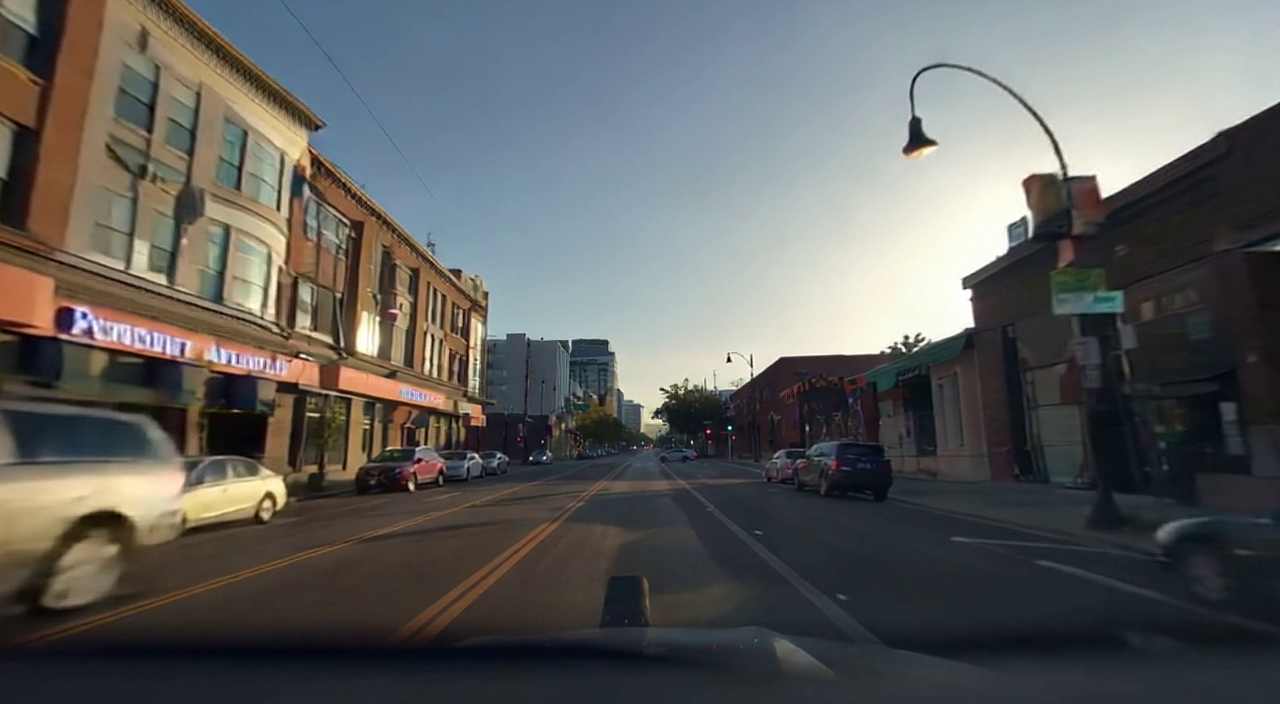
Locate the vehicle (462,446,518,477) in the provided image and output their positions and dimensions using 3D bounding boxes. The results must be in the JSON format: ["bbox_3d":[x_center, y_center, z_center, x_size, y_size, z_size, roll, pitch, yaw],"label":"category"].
[{"bbox_3d":[-8.626,6.311,36.675,1.961,1.627,4.634,-1,-8,2],"label":"vehicle"}]

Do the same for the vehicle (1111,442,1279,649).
[{"bbox_3d":[5.626,1.262,3.687,2.032,1.466,4.660,0,-8,-2],"label":"vehicle"}]

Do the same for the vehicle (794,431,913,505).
[{"bbox_3d":[6.016,3.296,18.409,1.922,1.871,4.477,0,-8,1],"label":"vehicle"}]

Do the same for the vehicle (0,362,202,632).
[{"bbox_3d":[-5.759,0.976,4.025,2.203,1.937,5.133,0,-8,0],"label":"vehicle"}]

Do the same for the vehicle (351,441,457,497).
[{"bbox_3d":[-8.762,4.341,23.959,2.140,1.861,4.801,-1,-8,1],"label":"vehicle"}]
